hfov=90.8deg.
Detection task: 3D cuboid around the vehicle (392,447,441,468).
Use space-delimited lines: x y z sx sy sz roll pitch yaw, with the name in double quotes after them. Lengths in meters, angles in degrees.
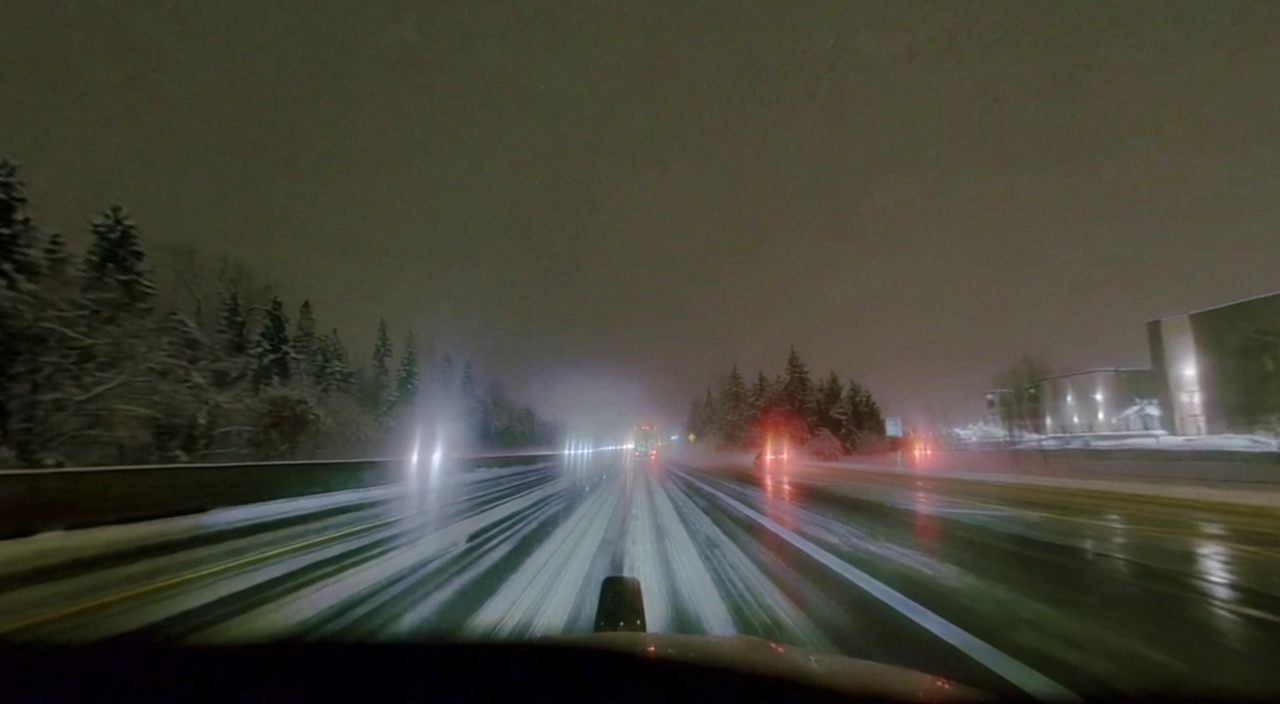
-15.966 7.564 45.314 1.958 1.452 4.262 0 -9 1 "vehicle"
